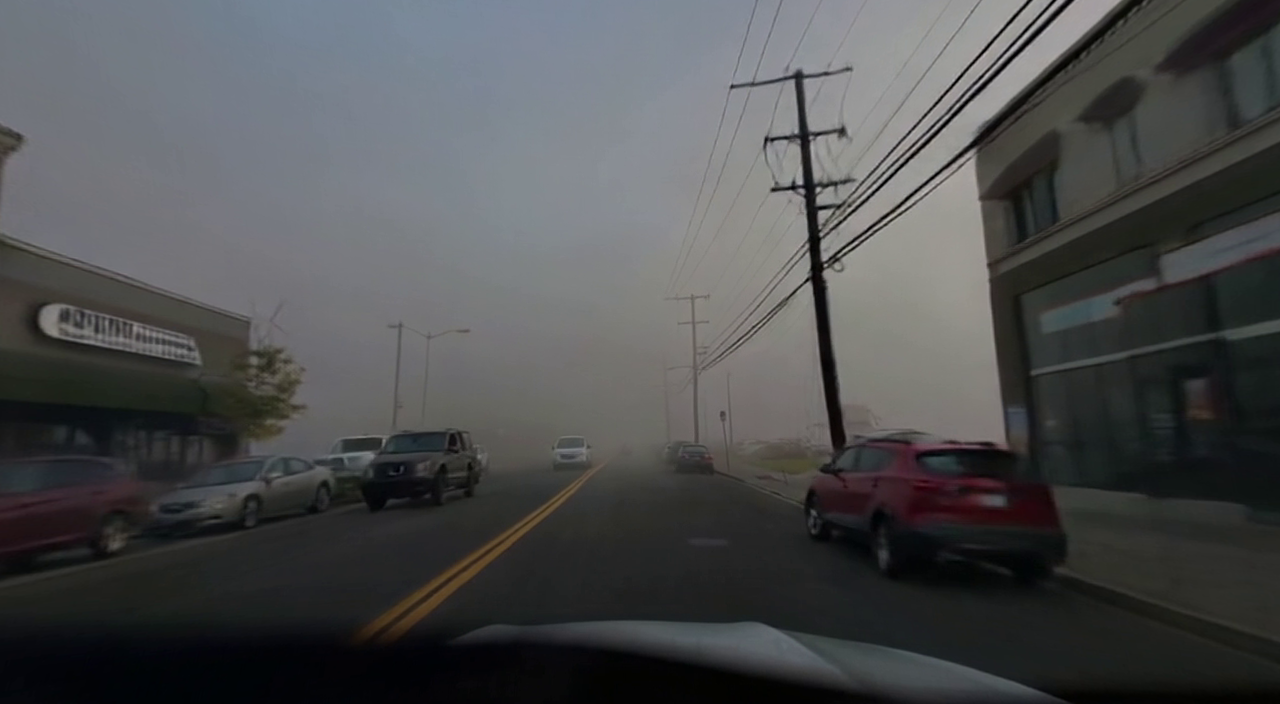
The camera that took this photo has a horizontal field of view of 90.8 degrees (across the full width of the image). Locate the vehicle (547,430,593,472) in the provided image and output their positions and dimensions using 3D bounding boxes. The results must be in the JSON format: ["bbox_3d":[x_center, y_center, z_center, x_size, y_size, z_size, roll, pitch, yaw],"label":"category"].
[{"bbox_3d":[-3.593,5.209,33.332,2.115,2.065,4.452,0,-9,-3],"label":"vehicle"}]

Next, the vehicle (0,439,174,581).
[{"bbox_3d":[-8.854,2.039,8.120,2.009,1.684,5.009,-2,-7,-1],"label":"vehicle"}]

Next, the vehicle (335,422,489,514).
[{"bbox_3d":[-5.486,2.844,15.948,2.152,1.918,4.217,-3,-8,3],"label":"vehicle"}]

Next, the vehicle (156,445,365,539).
[{"bbox_3d":[-8.554,3.121,14.943,1.791,1.622,5.056,-2,-7,1],"label":"vehicle"}]

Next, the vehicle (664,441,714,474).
[{"bbox_3d":[2.576,5.288,32.016,2.261,1.503,4.695,-2,-8,7],"label":"vehicle"}]

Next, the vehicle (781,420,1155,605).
[{"bbox_3d":[3.429,1.777,8.064,2.136,1.586,4.919,1,-9,0],"label":"vehicle"}]
